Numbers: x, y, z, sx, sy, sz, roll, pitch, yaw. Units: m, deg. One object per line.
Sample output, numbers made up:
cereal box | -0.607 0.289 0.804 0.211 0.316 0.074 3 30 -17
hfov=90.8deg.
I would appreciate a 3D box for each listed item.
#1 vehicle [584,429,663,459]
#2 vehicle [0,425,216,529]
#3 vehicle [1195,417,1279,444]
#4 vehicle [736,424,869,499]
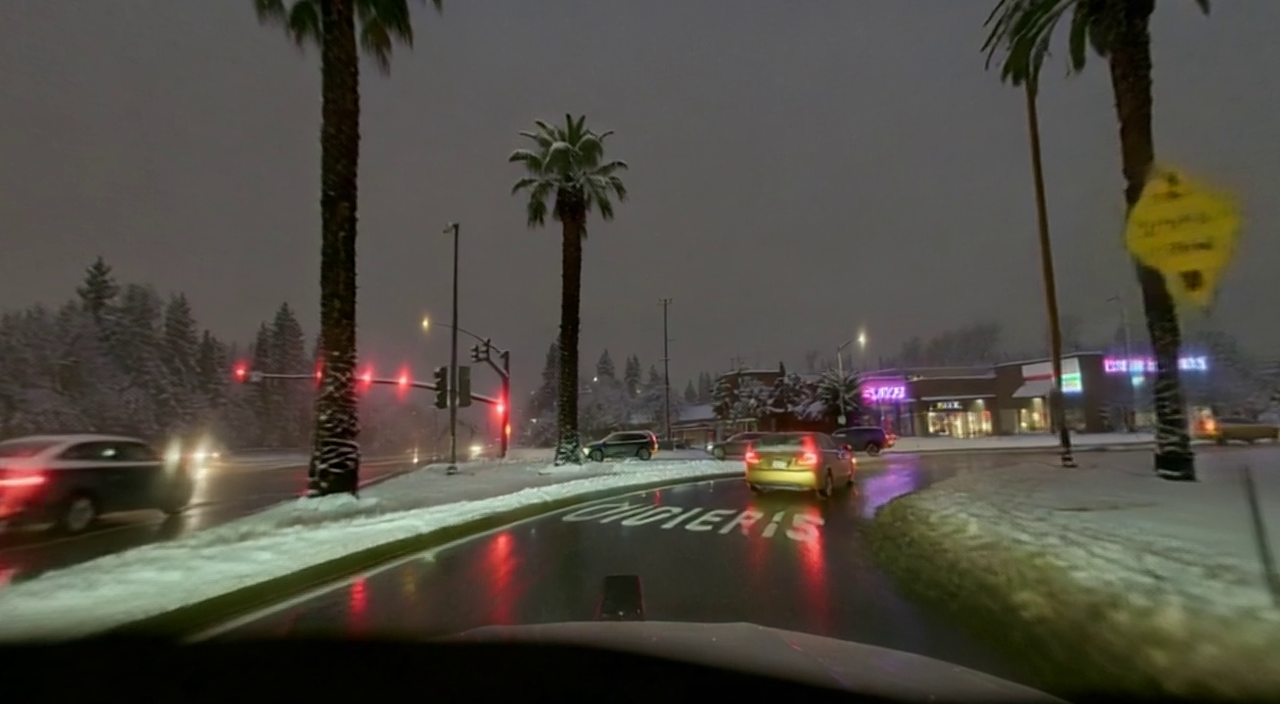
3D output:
vehicle | -1.081 5.806 39.939 4.757 1.633 1.932 0 -8 -11
vehicle | -9.904 2.145 11.348 1.912 1.487 4.471 1 -9 -7
vehicle | 37.466 4.875 39.023 4.458 1.589 2.044 1 -7 -3
vehicle | 4.103 2.601 15.349 2.070 1.493 4.570 -4 -10 27
